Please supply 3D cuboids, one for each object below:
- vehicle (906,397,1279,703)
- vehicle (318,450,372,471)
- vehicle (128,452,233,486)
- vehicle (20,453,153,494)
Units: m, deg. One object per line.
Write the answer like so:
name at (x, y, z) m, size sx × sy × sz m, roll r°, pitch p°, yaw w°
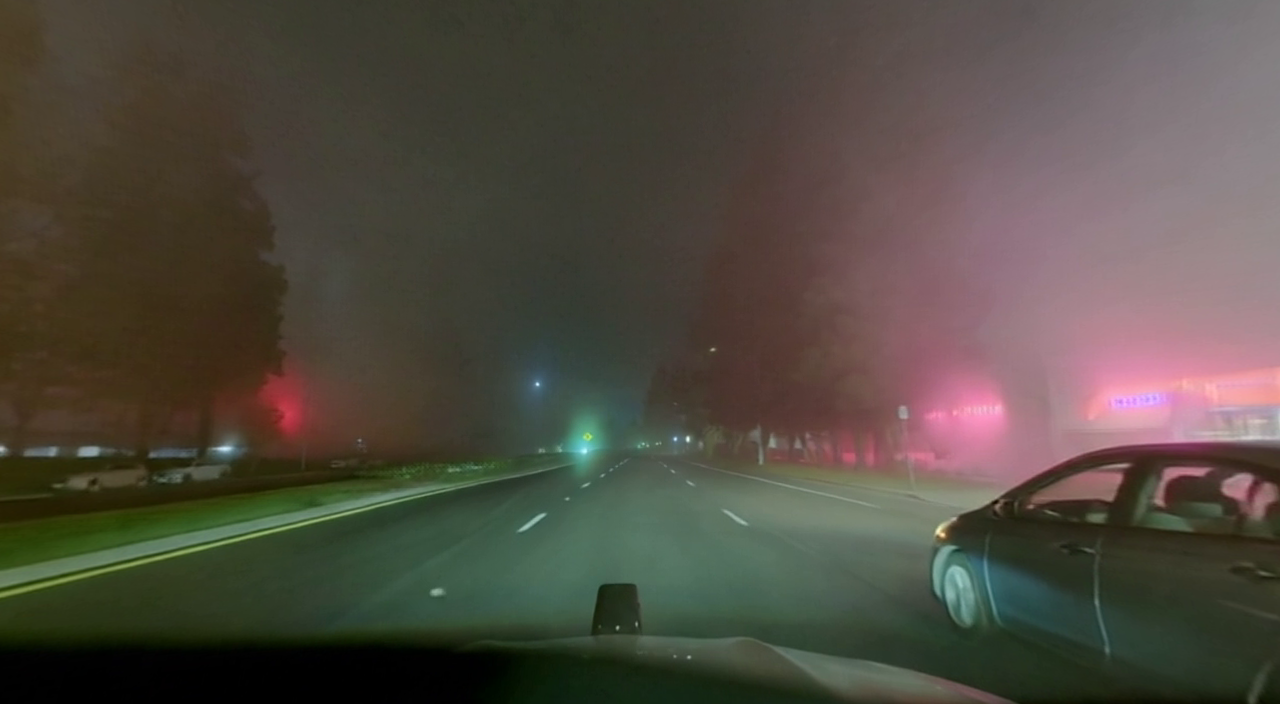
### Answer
vehicle at (3.105, 0.967, 2.626) m, size 2.004 × 1.470 × 4.544 m, roll 0°, pitch -9°, yaw 0°
vehicle at (-22.170, 8.150, 47.627) m, size 1.771 × 1.445 × 4.321 m, roll -1°, pitch -9°, yaw 3°
vehicle at (-22.399, 5.692, 31.034) m, size 1.784 × 1.438 × 4.471 m, roll -1°, pitch -8°, yaw 0°
vehicle at (-22.394, 4.882, 25.786) m, size 1.745 × 1.476 × 4.123 m, roll 0°, pitch -9°, yaw -1°
